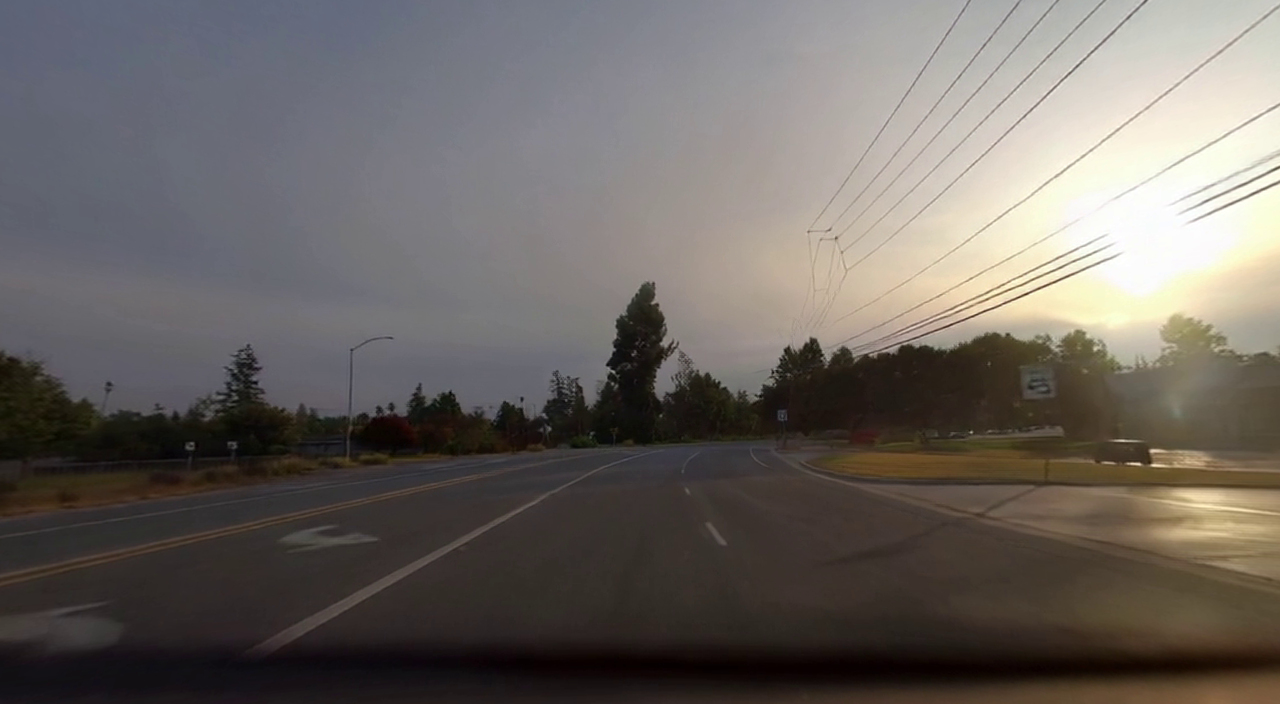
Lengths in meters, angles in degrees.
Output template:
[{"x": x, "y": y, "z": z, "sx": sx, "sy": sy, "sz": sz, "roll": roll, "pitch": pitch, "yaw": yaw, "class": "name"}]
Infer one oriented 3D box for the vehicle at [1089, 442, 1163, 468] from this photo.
[{"x": 31.143, "y": 6.680, "z": 40.685, "sx": 1.807, "sy": 1.443, "sz": 4.905, "roll": -1, "pitch": -11, "yaw": 13, "class": "vehicle"}]
